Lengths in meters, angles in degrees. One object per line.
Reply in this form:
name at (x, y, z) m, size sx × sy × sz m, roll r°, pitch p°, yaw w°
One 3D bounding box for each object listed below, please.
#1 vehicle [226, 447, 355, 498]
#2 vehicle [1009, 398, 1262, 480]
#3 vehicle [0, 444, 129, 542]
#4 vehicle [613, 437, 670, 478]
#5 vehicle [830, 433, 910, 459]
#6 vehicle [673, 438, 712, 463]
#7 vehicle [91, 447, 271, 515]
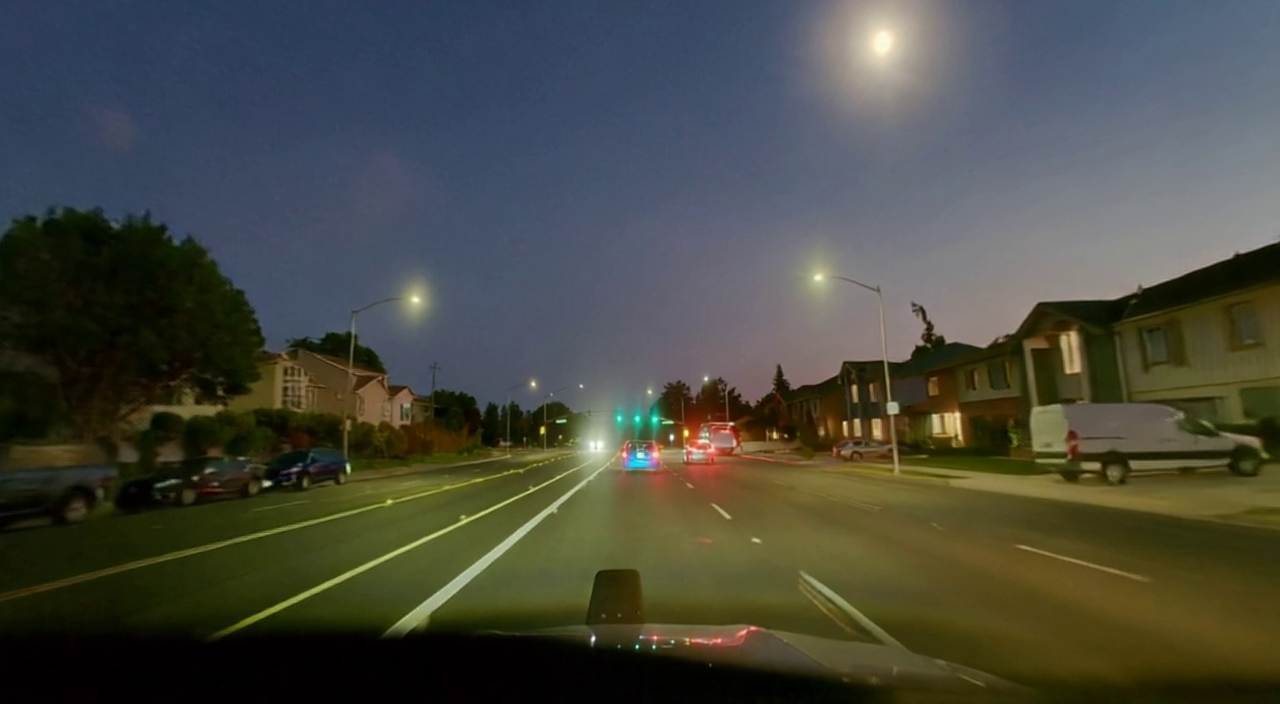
vehicle at (-14.275, 4.904, 26.329) m, size 2.078 × 1.833 × 5.666 m, roll -1°, pitch -9°, yaw 1°
vehicle at (14.795, 2.636, 19.164) m, size 5.696 × 2.299 × 2.292 m, roll 0°, pitch -9°, yaw -2°
vehicle at (-14.422, 2.959, 13.304) m, size 2.351 × 2.008 × 5.971 m, roll 0°, pitch -9°, yaw -1°
vehicle at (0.025, 4.163, 25.147) m, size 2.093 × 1.497 × 4.010 m, roll 0°, pitch -9°, yaw -1°
vehicle at (15.175, 6.227, 41.813) m, size 4.456 × 1.520 × 1.911 m, roll -2°, pitch -9°, yaw -2°
vehicle at (3.431, 6.553, 42.026) m, size 2.161 × 1.519 × 4.568 m, roll 0°, pitch -9°, yaw 0°
vehicle at (-14.508, 4.045, 20.477) m, size 2.140 × 1.899 × 4.900 m, roll 0°, pitch -9°, yaw 0°
